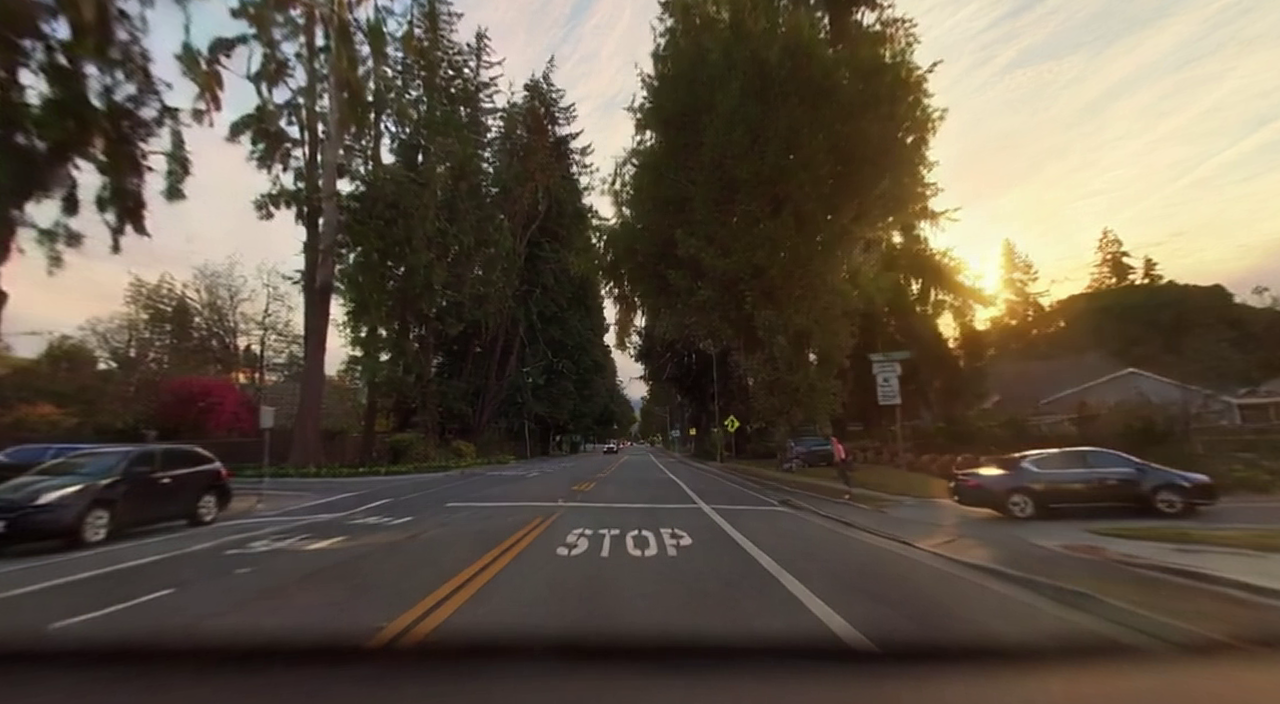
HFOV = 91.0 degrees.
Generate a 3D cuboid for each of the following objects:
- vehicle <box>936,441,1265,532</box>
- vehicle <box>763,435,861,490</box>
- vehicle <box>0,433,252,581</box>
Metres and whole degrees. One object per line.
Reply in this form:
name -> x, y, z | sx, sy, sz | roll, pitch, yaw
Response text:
vehicle -> 8.211, 2.412, 11.726 | 4.438, 1.466, 1.943 | -1, -9, 9
vehicle -> 5.837, 3.810, 22.053 | 2.096, 1.713, 4.606 | 0, -9, -1
vehicle -> -9.387, 2.425, 10.930 | 2.181, 1.938, 4.931 | -2, -7, 0
